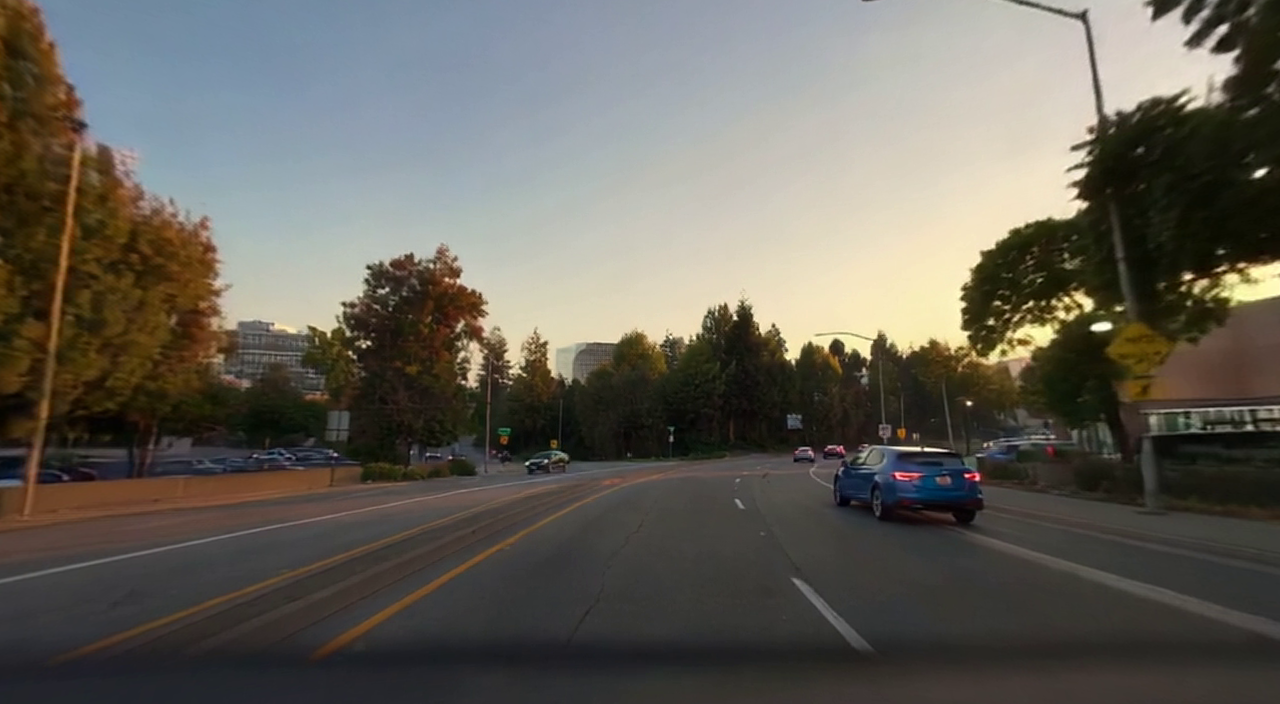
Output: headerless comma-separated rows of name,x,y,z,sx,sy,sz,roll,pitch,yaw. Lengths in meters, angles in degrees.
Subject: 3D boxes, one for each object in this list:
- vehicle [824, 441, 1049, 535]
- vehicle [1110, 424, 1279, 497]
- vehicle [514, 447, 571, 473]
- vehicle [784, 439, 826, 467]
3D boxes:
vehicle,5.401,2.492,12.310,1.938,1.466,4.434,1,-8,-5
vehicle,16.047,2.919,17.126,4.557,1.825,2.350,-2,-9,12
vehicle,-6.164,6.885,40.440,2.022,1.498,4.400,-2,-9,15
vehicle,10.857,6.596,41.336,2.311,1.715,4.287,-3,-9,18
